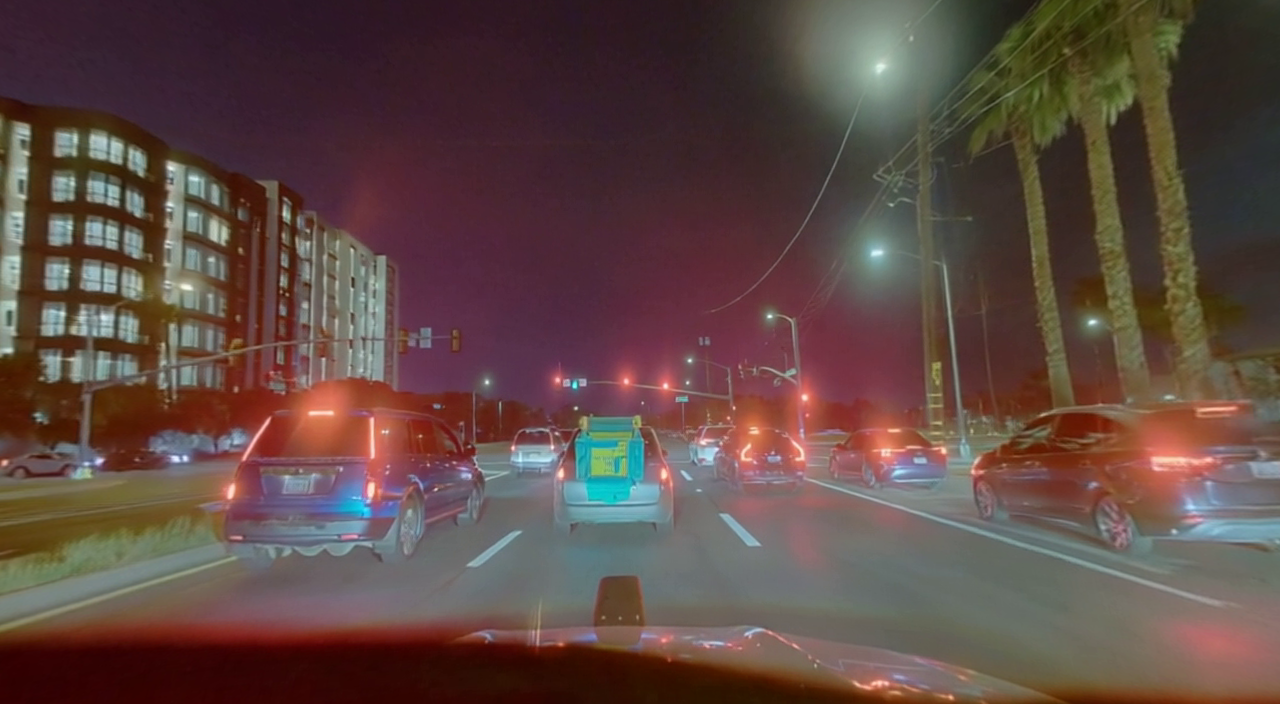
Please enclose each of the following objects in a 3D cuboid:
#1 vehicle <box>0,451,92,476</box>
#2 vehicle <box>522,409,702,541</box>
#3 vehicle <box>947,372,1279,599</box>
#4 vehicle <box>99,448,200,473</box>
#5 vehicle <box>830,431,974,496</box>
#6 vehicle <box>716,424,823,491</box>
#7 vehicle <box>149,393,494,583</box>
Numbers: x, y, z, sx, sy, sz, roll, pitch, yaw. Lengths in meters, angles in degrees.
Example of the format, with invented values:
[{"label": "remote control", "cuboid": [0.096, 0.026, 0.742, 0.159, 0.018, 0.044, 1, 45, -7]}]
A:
[{"label": "vehicle", "cuboid": [-42.452, 7.908, 44.884, 4.867, 1.689, 1.971, 1, -8, -8]}, {"label": "vehicle", "cuboid": [-0.409, 1.893, 10.292, 2.302, 1.681, 4.217, 0, -8, -2]}, {"label": "vehicle", "cuboid": [6.459, 1.555, 8.276, 2.130, 1.979, 5.310, 0, -8, 0]}, {"label": "vehicle", "cuboid": [-35.667, 7.892, 46.079, 5.422, 1.765, 1.937, 1, -8, -8]}, {"label": "vehicle", "cuboid": [6.561, 2.835, 16.413, 1.764, 1.451, 4.300, 0, -8, -2]}, {"label": "vehicle", "cuboid": [3.349, 2.835, 17.200, 1.975, 1.598, 4.025, 0, -8, -1]}, {"label": "vehicle", "cuboid": [-3.524, 1.607, 8.244, 2.136, 1.779, 4.417, 0, -8, 1]}]
